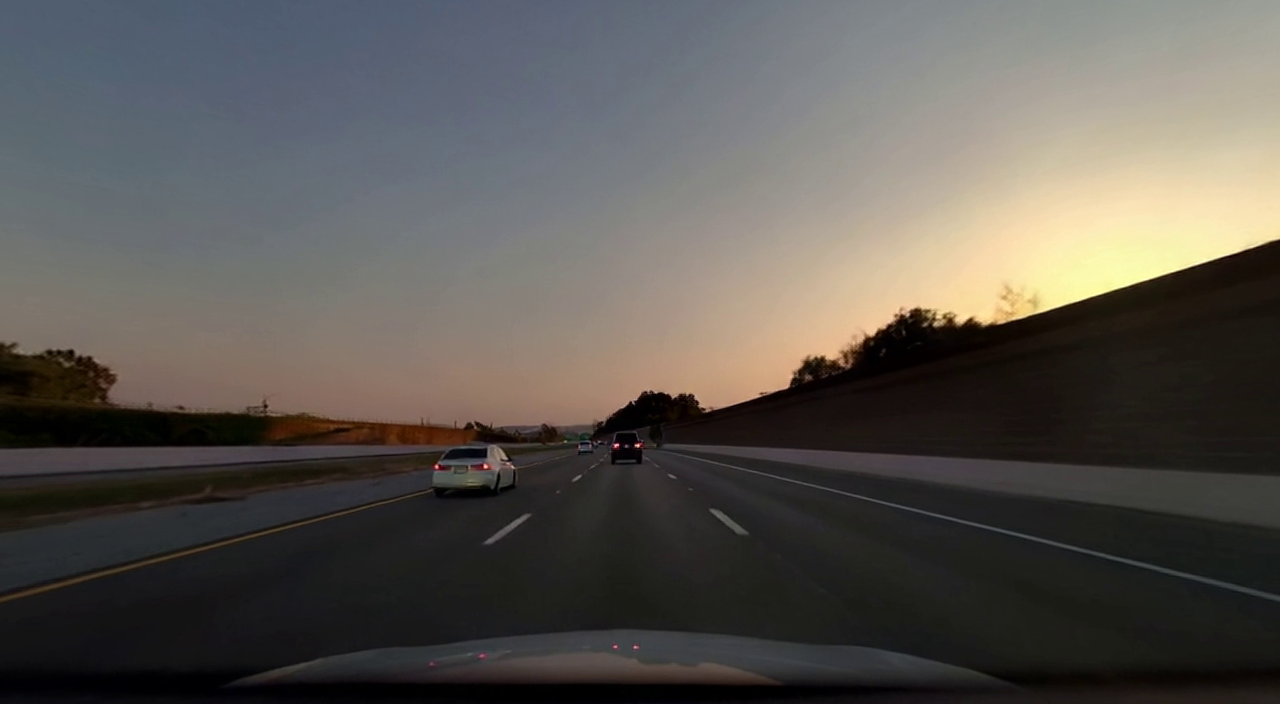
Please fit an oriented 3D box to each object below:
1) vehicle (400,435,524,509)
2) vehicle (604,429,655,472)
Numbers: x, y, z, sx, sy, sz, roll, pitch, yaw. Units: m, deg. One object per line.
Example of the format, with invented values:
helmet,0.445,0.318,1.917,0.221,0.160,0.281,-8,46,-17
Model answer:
vehicle,-4.169,2.839,15.408,1.945,1.550,3.780,0,-8,0
vehicle,-0.545,4.892,31.572,2.382,1.973,4.439,0,-8,-2
